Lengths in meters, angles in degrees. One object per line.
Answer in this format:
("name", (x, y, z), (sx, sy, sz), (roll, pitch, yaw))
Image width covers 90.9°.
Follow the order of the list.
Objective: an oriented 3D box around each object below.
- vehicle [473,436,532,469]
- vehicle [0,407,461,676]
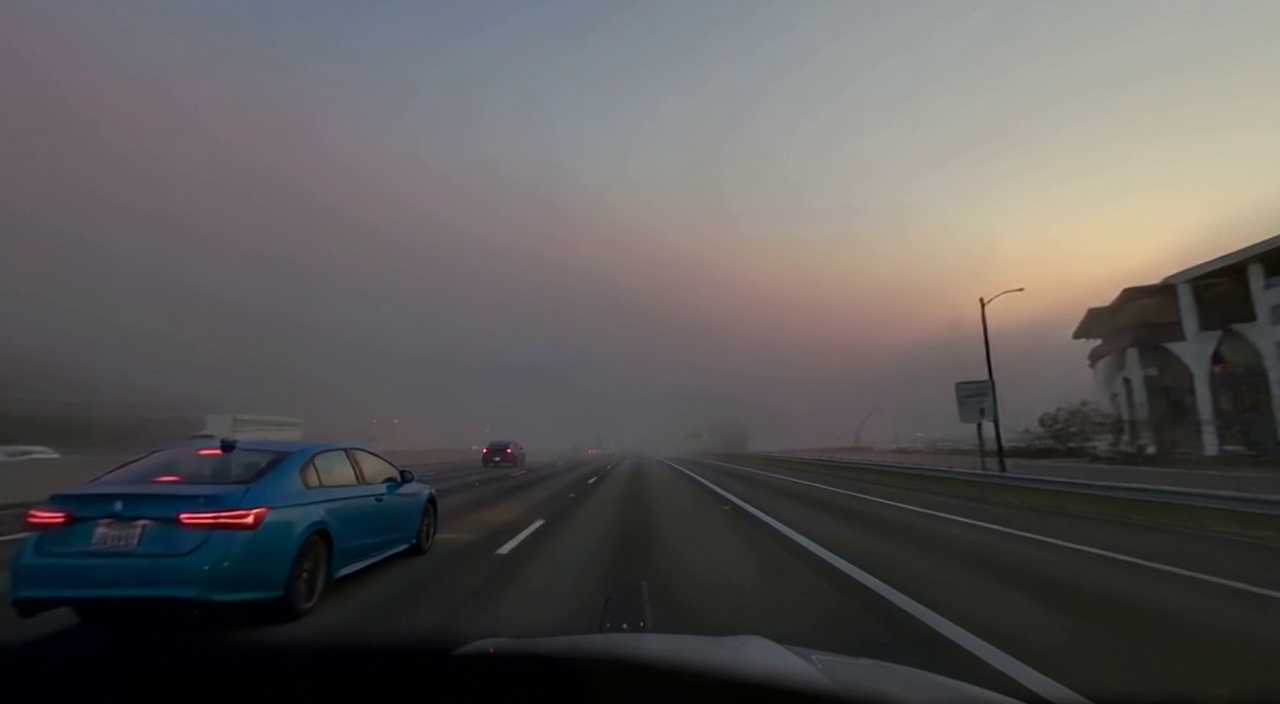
("vehicle", (-7.387, 5.439, 34.376), (2.118, 1.675, 4.395), (0, -8, 1))
("vehicle", (-3.605, 1.482, 6.258), (2.144, 1.565, 4.951), (0, -8, 1))
